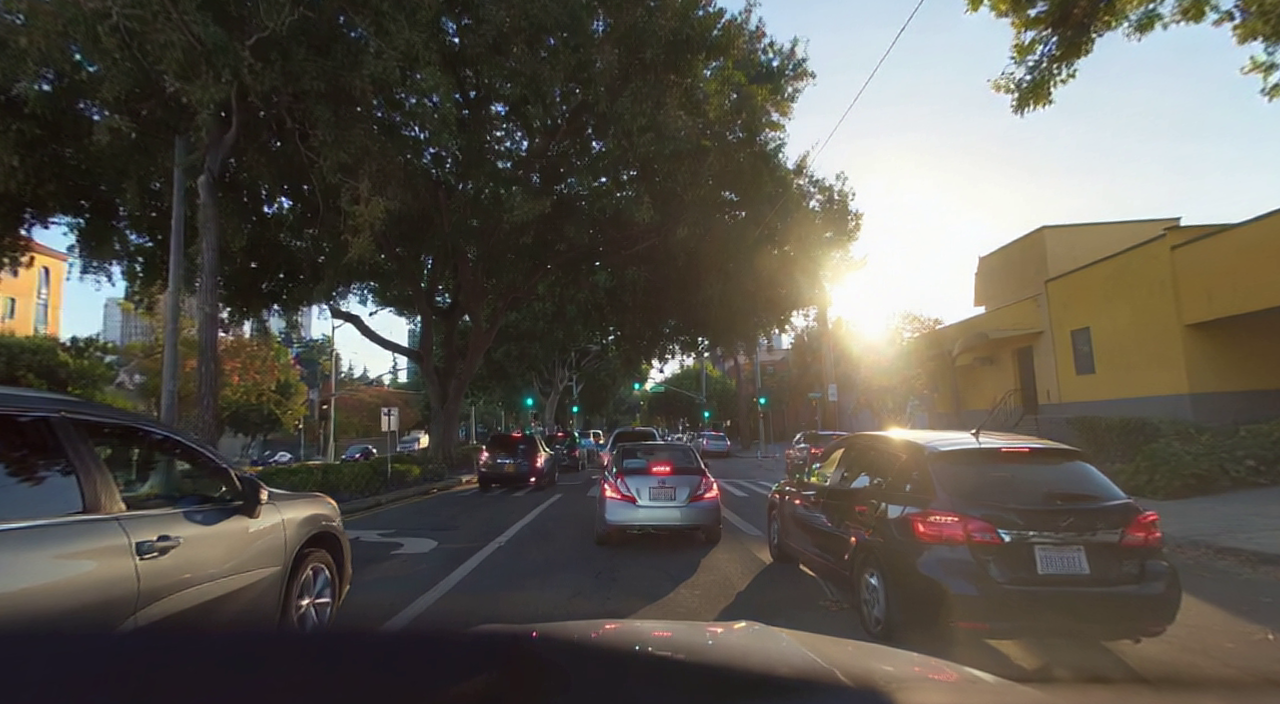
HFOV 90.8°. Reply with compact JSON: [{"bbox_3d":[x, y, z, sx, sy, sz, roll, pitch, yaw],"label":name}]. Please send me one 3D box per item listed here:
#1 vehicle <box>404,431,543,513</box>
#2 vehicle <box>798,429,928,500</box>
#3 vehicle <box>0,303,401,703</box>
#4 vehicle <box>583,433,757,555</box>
[{"bbox_3d":[-3.509,2.620,14.260,1.901,1.522,4.556,0,-9,0],"label":"vehicle"},{"bbox_3d":[6.346,3.249,18.688,2.025,1.808,4.579,0,-9,-2],"label":"vehicle"},{"bbox_3d":[-3.267,0.934,3.391,2.152,1.802,4.628,0,-9,0],"label":"vehicle"},{"bbox_3d":[0.272,2.002,9.603,2.095,1.438,3.843,0,-9,-3],"label":"vehicle"}]
